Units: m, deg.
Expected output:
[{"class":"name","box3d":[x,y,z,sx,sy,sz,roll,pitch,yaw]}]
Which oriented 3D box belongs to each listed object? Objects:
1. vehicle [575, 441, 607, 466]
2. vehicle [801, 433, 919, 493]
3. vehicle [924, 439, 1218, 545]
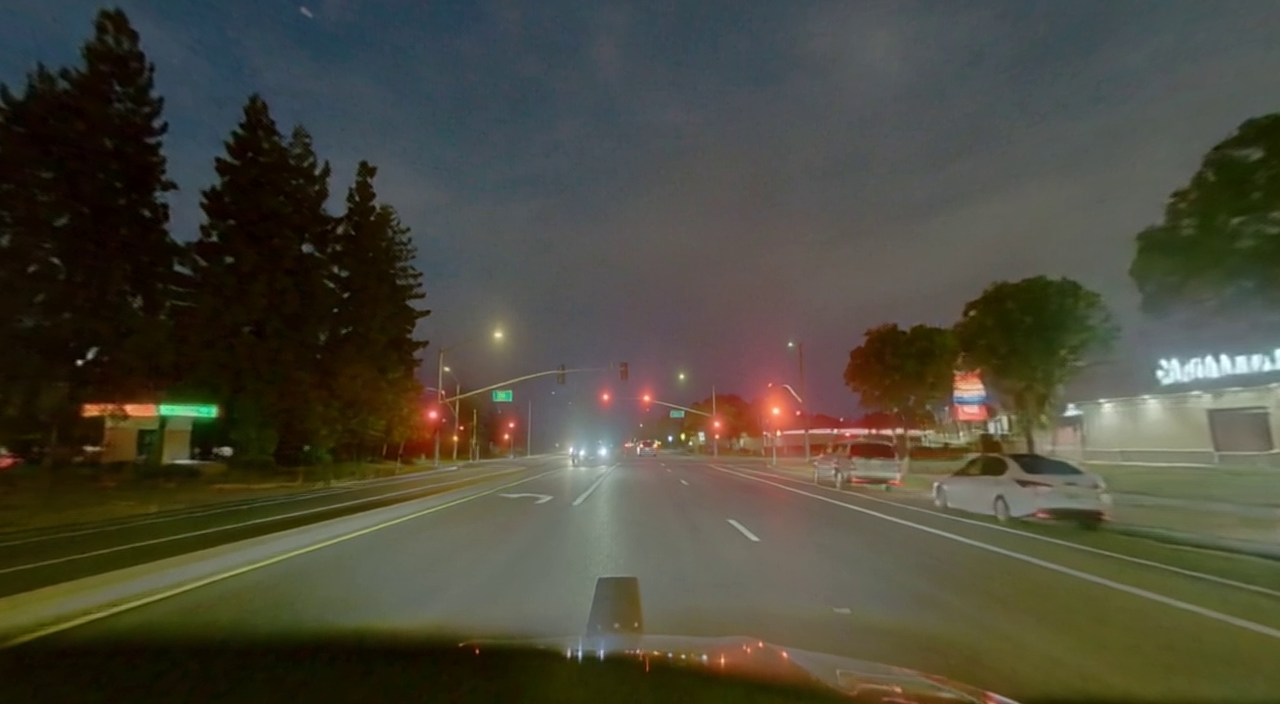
[{"class":"vehicle","box3d":[-3.280,6.897,43.078,1.915,1.553,3.846,0,-8,0]},{"class":"vehicle","box3d":[7.240,3.697,21.496,2.132,1.793,5.003,0,-8,-1]},{"class":"vehicle","box3d":[7.184,2.326,11.348,1.922,1.473,4.738,0,-8,0]}]
